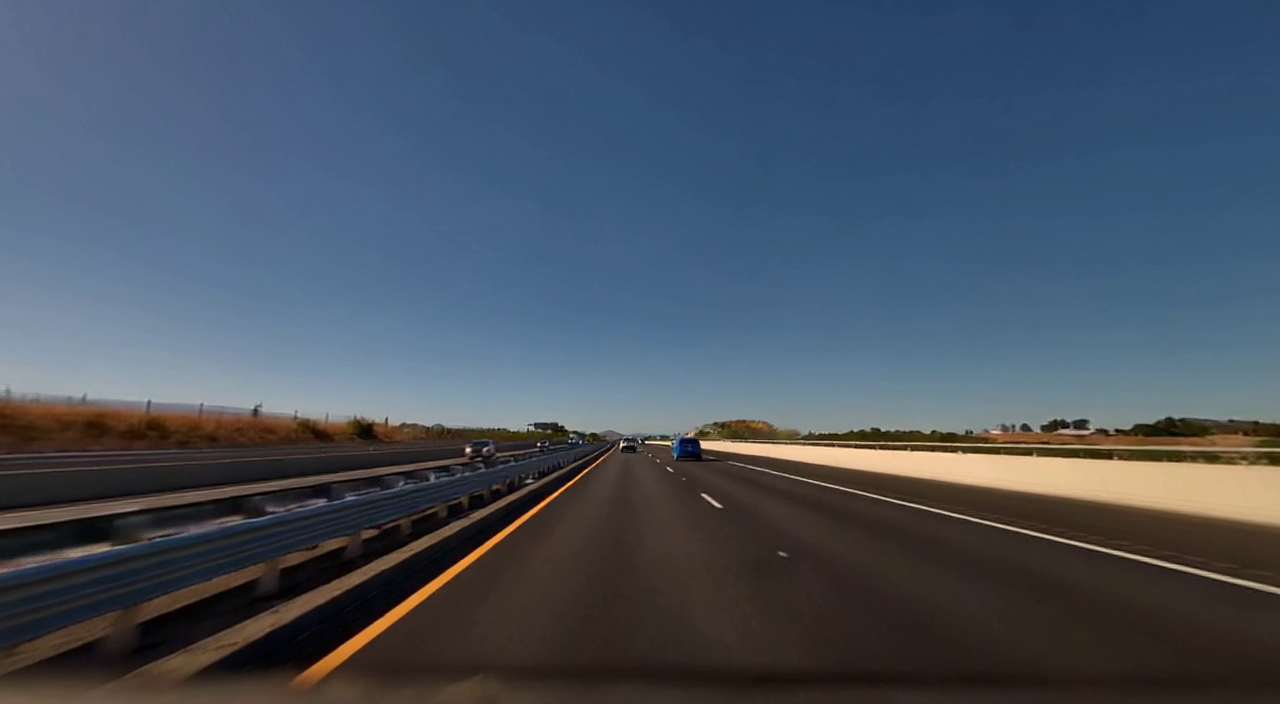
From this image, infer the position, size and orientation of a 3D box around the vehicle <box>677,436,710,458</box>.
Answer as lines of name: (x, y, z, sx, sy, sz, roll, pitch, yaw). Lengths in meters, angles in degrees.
vehicle: (3.786, 6.809, 45.354, 1.995, 1.490, 3.857, 0, -8, -1)
